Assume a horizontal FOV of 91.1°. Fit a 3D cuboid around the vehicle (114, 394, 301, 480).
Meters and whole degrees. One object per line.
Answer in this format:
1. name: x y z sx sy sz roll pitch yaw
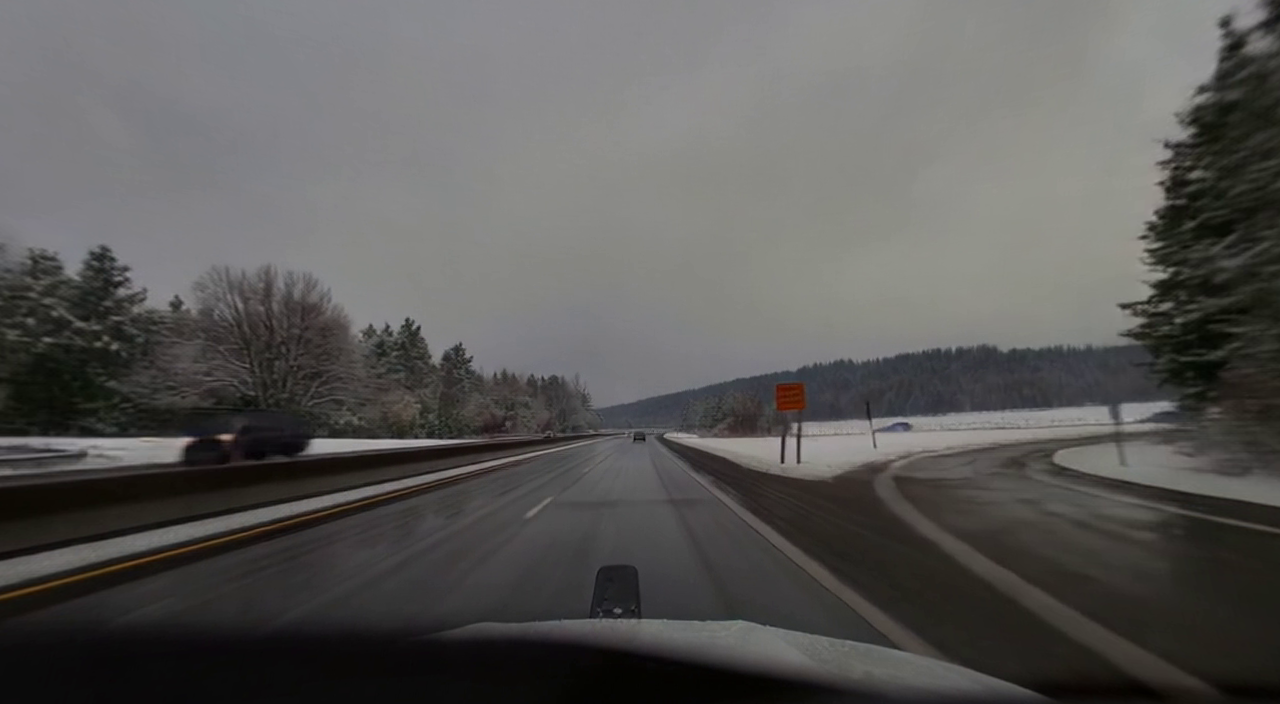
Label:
1. vehicle: -14.788 2.978 22.151 2.373 2.626 5.780 0 -8 1
